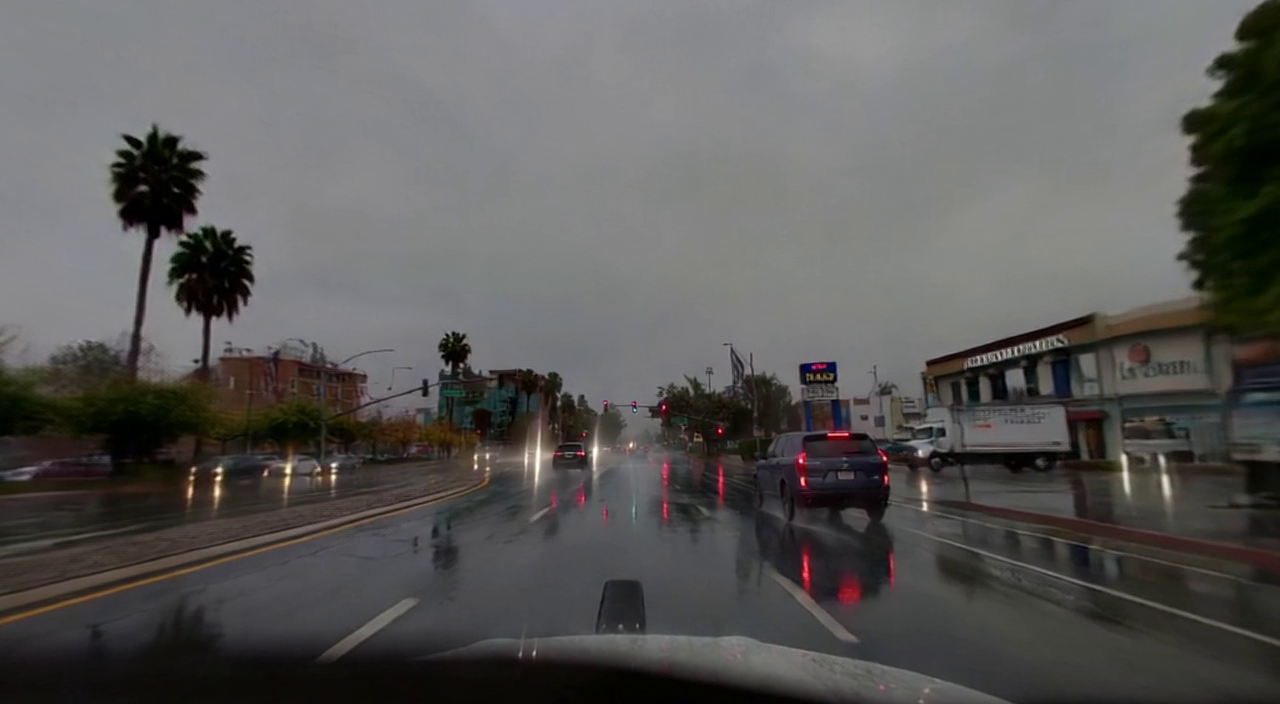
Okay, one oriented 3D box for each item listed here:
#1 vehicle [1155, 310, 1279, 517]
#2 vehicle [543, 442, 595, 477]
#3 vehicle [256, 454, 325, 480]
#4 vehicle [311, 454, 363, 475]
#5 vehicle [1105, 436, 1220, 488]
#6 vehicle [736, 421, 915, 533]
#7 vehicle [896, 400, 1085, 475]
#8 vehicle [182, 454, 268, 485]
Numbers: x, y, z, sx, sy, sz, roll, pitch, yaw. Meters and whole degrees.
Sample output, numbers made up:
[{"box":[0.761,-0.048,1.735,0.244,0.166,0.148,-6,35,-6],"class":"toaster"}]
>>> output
[{"box":[14.385,1.202,11.796,7.195,3.468,2.597,0,-9,-3],"class":"vehicle"},{"box":[-3.282,5.049,29.864,2.034,1.498,3.995,0,-9,-1],"class":"vehicle"},{"box":[-22.920,7.549,41.674,1.997,1.434,4.569,-2,-9,-1],"class":"vehicle"},{"box":[-22.975,8.539,48.052,1.752,1.430,4.078,-1,-9,2],"class":"vehicle"},{"box":[20.147,4.160,24.326,4.416,1.692,1.980,3,-8,-32],"class":"vehicle"},{"box":[3.221,2.262,12.007,1.982,1.711,4.276,0,-9,-2],"class":"vehicle"},{"box":[15.561,3.881,28.523,6.704,3.194,2.704,-1,-9,5],"class":"vehicle"},{"box":[-22.757,6.440,34.819,2.045,1.536,3.911,0,-9,1],"class":"vehicle"}]
